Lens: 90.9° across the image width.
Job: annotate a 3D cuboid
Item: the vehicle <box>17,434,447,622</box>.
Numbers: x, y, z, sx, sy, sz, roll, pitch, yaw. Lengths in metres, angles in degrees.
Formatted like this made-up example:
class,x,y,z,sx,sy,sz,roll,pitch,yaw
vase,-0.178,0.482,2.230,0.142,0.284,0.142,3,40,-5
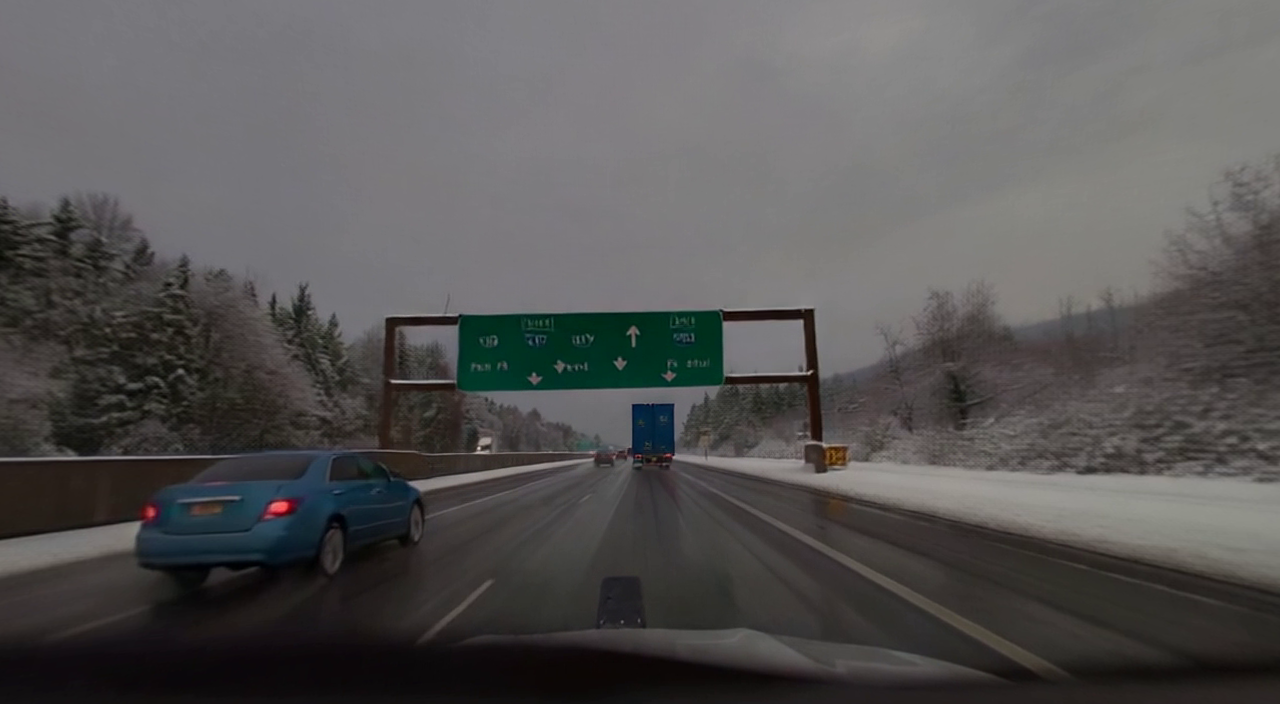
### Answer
class,x,y,z,sx,sy,sz,roll,pitch,yaw
vehicle,-3.939,1.737,7.286,1.931,1.466,4.458,0,-9,1

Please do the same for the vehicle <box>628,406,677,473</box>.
class,x,y,z,sx,sy,sz,roll,pitch,yaw
vehicle,0.800,6.145,43.942,3.022,4.072,10.318,0,-9,0
